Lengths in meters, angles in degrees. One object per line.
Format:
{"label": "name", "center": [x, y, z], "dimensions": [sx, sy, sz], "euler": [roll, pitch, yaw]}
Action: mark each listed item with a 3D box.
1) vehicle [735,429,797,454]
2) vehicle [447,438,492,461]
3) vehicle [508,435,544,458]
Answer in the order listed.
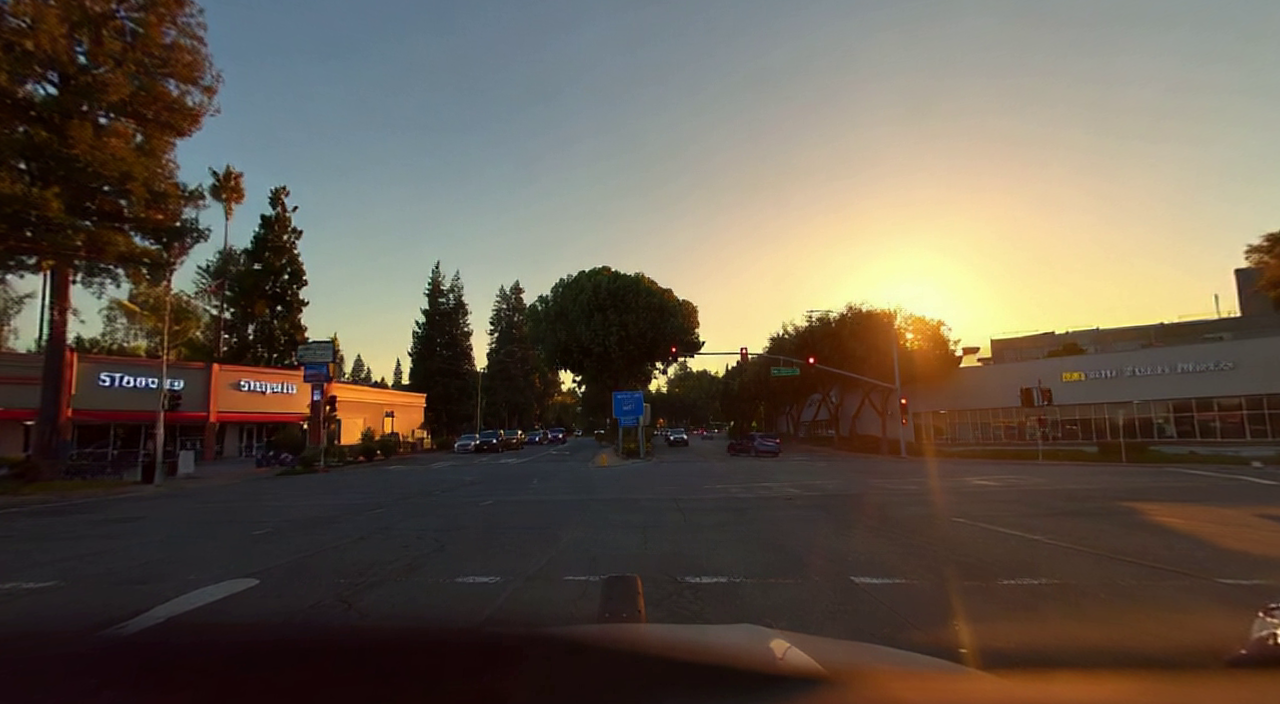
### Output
{"label": "vehicle", "center": [8.712, 6.286, 44.052], "dimensions": [1.936, 1.664, 4.667], "euler": [4, -10, -24]}
{"label": "vehicle", "center": [-11.773, 6.787, 43.898], "dimensions": [2.111, 1.499, 4.371], "euler": [0, -9, -3]}
{"label": "vehicle", "center": [-8.067, 6.746, 45.050], "dimensions": [1.920, 1.546, 4.086], "euler": [0, -9, -2]}
